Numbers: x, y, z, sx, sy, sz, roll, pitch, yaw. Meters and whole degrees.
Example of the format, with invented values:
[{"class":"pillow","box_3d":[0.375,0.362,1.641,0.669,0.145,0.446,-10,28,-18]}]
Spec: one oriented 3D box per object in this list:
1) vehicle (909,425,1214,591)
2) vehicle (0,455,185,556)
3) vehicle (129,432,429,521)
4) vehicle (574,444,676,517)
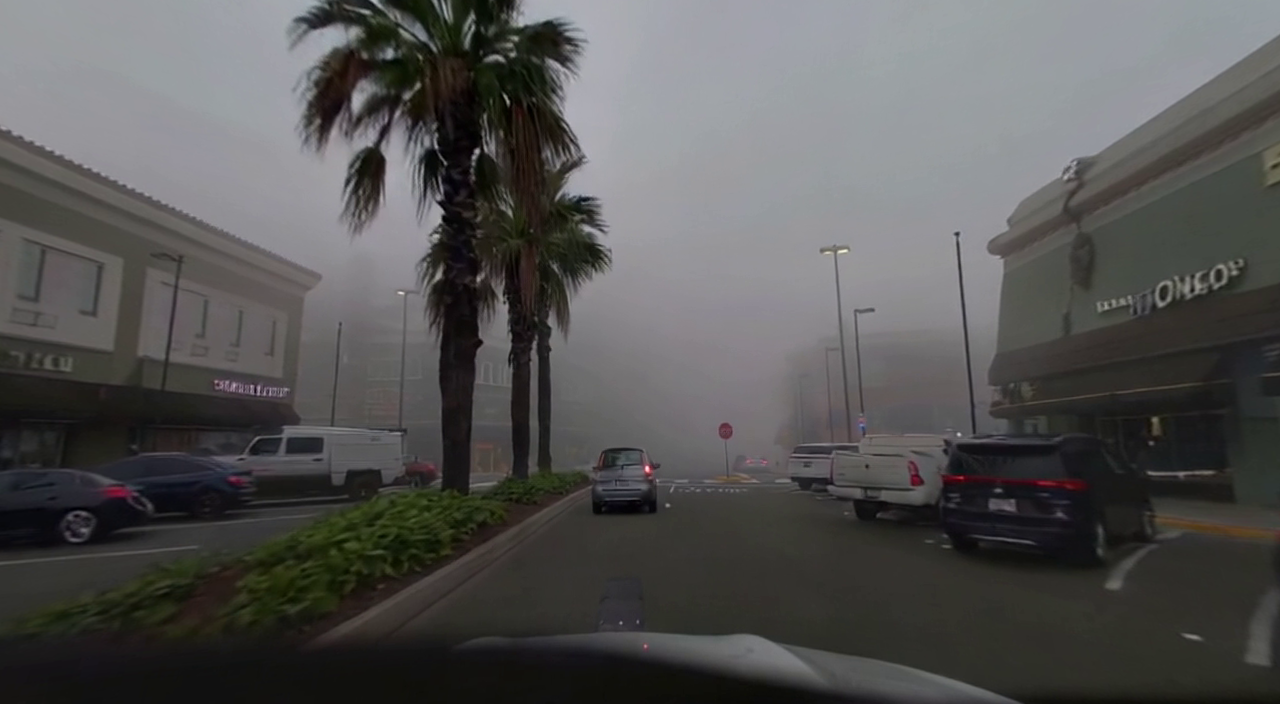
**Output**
[{"class":"vehicle","box_3d":[5.367,1.751,7.881,4.105,1.509,1.839,7,-11,-38]},{"class":"vehicle","box_3d":[-10.180,2.450,10.338,4.266,1.458,1.976,7,-11,-37]},{"class":"vehicle","box_3d":[-10.043,3.407,18.197,6.873,2.051,2.823,8,-12,-43]},{"class":"vehicle","box_3d":[-0.204,2.950,15.029,2.031,1.479,3.969,-1,-9,4]}]
